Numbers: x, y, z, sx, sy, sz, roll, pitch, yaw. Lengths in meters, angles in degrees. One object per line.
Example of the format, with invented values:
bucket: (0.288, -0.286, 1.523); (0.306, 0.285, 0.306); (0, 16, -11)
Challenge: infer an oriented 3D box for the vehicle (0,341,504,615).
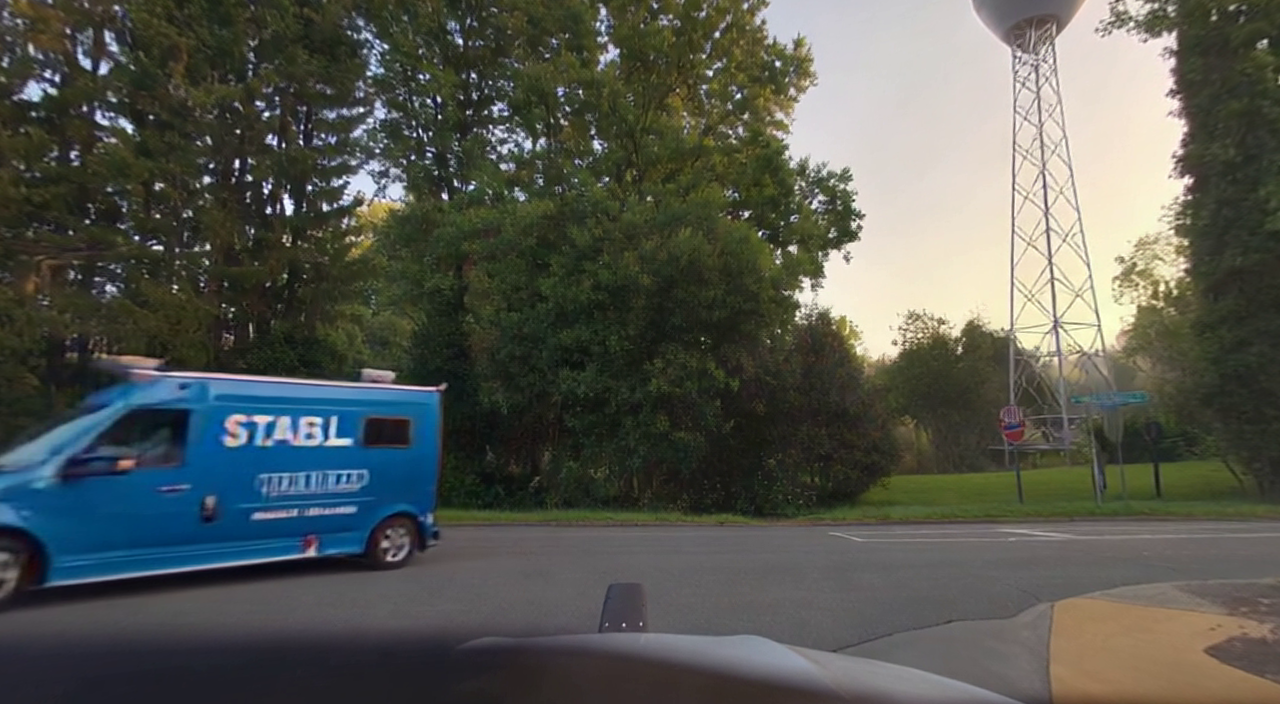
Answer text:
vehicle: (-4.918, 1.413, 7.597); (5.923, 2.424, 2.247); (6, -11, -35)
